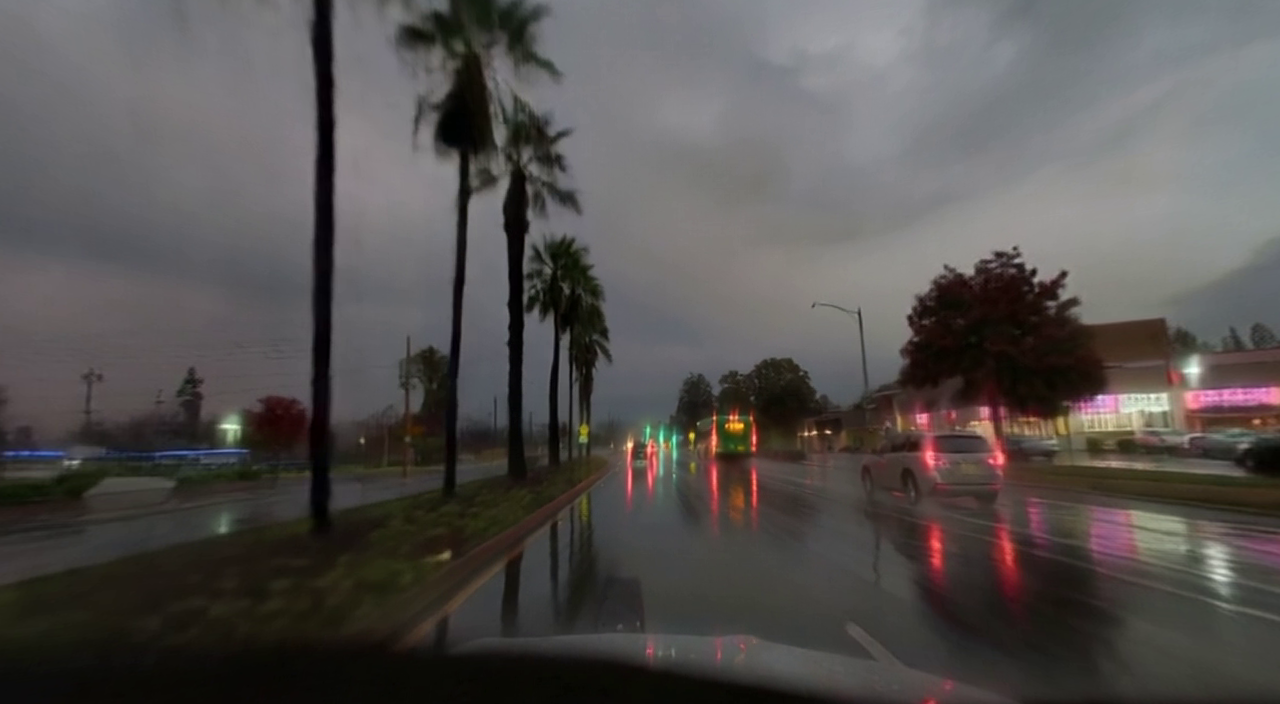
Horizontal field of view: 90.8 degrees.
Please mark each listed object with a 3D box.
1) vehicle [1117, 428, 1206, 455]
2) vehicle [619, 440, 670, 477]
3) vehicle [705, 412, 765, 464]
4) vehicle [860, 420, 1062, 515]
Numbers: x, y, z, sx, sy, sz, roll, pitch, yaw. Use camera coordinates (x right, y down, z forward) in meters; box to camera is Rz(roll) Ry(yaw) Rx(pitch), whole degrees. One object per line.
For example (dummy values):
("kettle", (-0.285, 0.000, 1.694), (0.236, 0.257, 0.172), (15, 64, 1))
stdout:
("vehicle", (35.496, 6.174, 43.189), (1.908, 1.637, 4.765), (-2, -9, 0))
("vehicle", (0.177, 4.691, 28.063), (2.065, 1.477, 4.306), (0, -9, 0))
("vehicle", (6.675, 6.318, 45.918), (2.795, 3.383, 9.287), (0, -9, 0))
("vehicle", (6.430, 2.369, 13.334), (2.031, 1.670, 4.154), (0, -9, 0))
